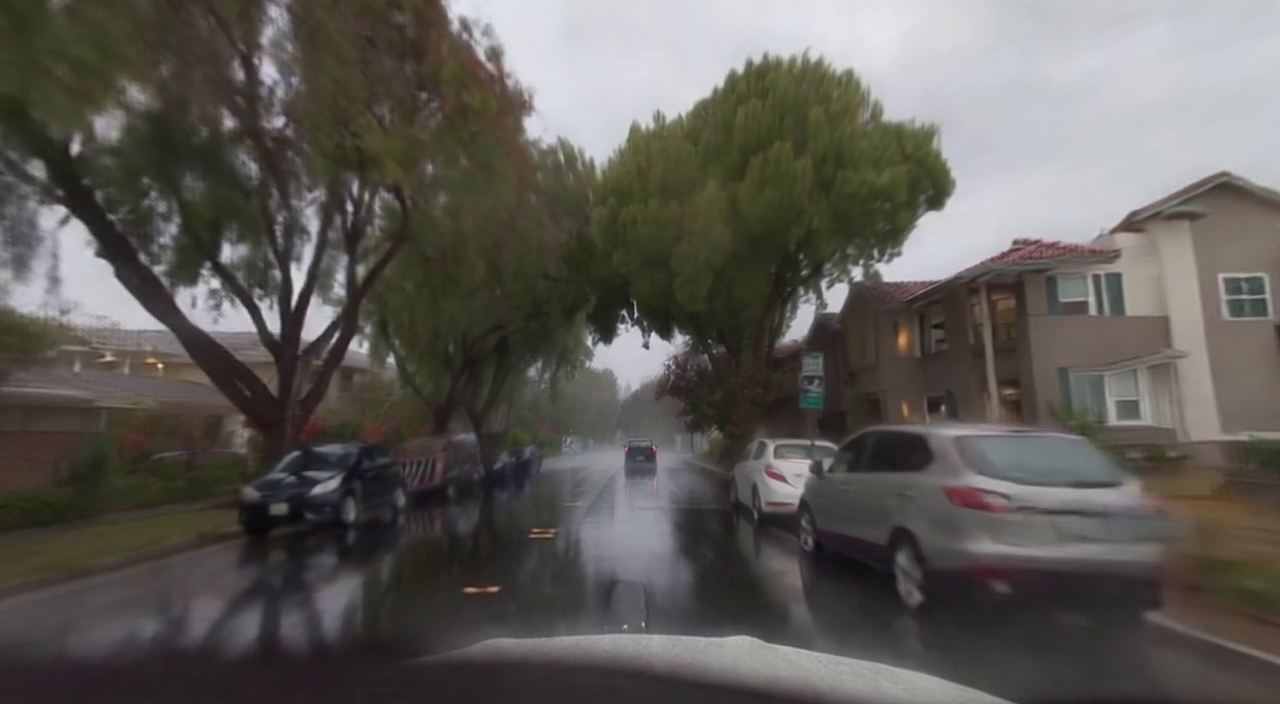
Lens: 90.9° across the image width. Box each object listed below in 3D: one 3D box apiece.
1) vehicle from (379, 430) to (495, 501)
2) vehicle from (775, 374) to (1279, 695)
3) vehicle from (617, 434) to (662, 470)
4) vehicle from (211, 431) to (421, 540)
[{"bbox_3d":[-5.763,3.242,18.479,1.899,1.615,4.624,-6,-8,-2],"label":"vehicle"},{"bbox_3d":[2.884,1.362,6.017,1.970,1.801,4.721,0,-8,-2],"label":"vehicle"},{"bbox_3d":[-0.036,5.175,32.872,2.172,1.722,4.201,0,-8,0],"label":"vehicle"},{"bbox_3d":[-5.825,2.394,12.066,1.955,1.659,4.324,1,-8,-4],"label":"vehicle"}]
